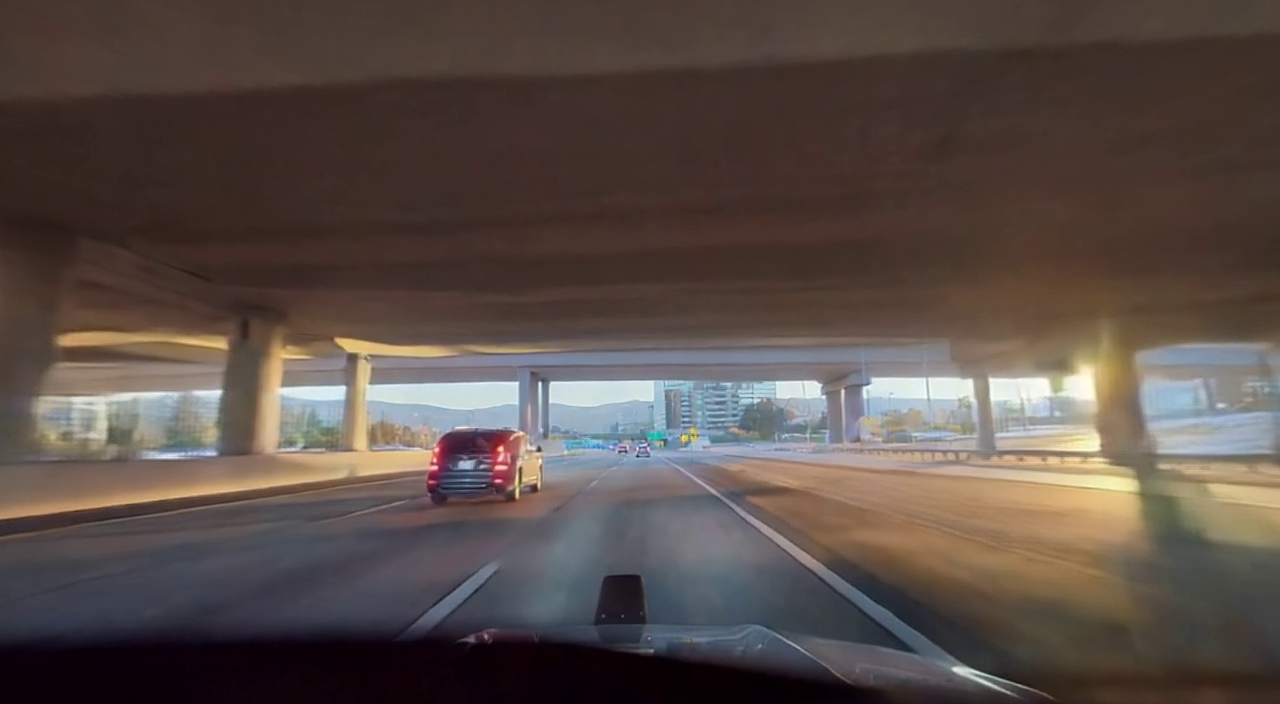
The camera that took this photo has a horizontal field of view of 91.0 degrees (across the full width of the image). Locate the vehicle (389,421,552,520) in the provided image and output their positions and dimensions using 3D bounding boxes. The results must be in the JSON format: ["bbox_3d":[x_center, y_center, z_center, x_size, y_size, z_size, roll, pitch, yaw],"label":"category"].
[{"bbox_3d":[-3.368,2.475,13.652,2.203,1.734,4.600,0,-9,1],"label":"vehicle"}]
